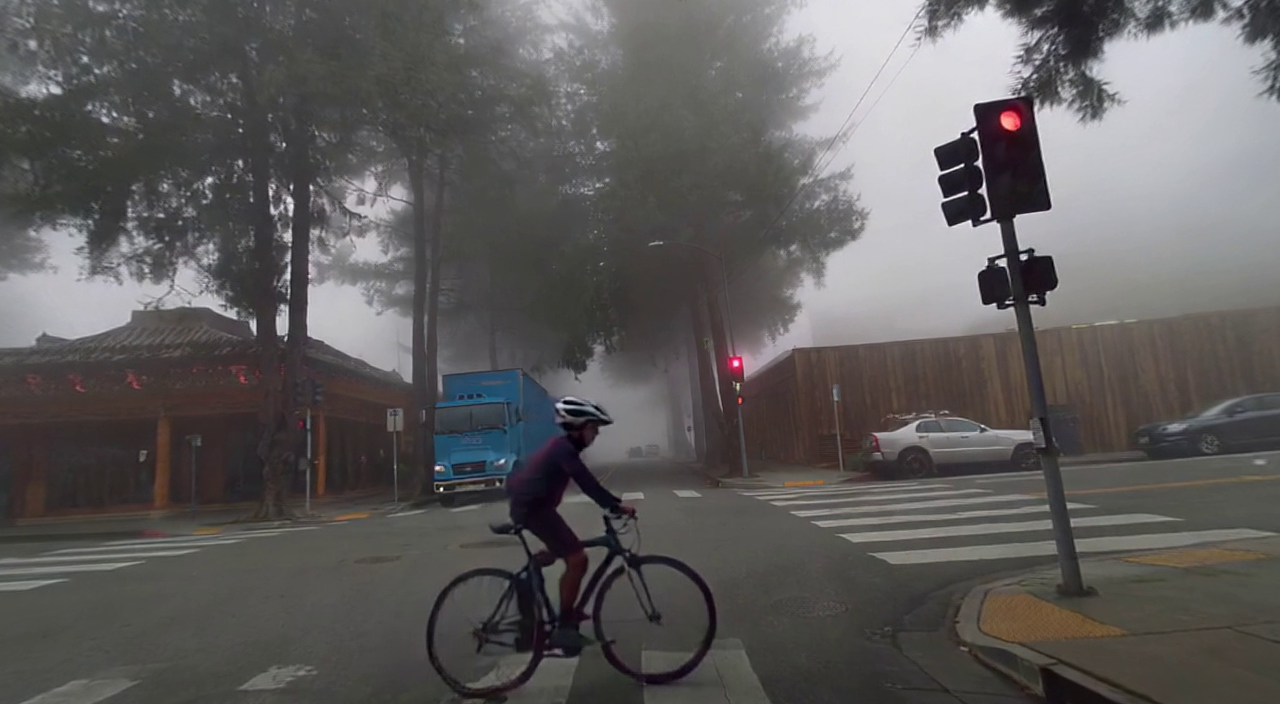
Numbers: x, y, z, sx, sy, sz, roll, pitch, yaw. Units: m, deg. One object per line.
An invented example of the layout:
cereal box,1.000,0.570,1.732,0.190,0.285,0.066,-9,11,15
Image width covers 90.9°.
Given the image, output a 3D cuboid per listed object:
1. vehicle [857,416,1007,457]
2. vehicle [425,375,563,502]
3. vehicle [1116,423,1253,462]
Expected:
vehicle,10.696,3.141,23.420,4.643,1.456,1.820,-1,-8,5
vehicle,-5.734,3.711,27.031,3.113,4.041,10.284,-7,-8,0
vehicle,24.946,4.161,29.029,4.268,1.695,2.053,0,-8,3
